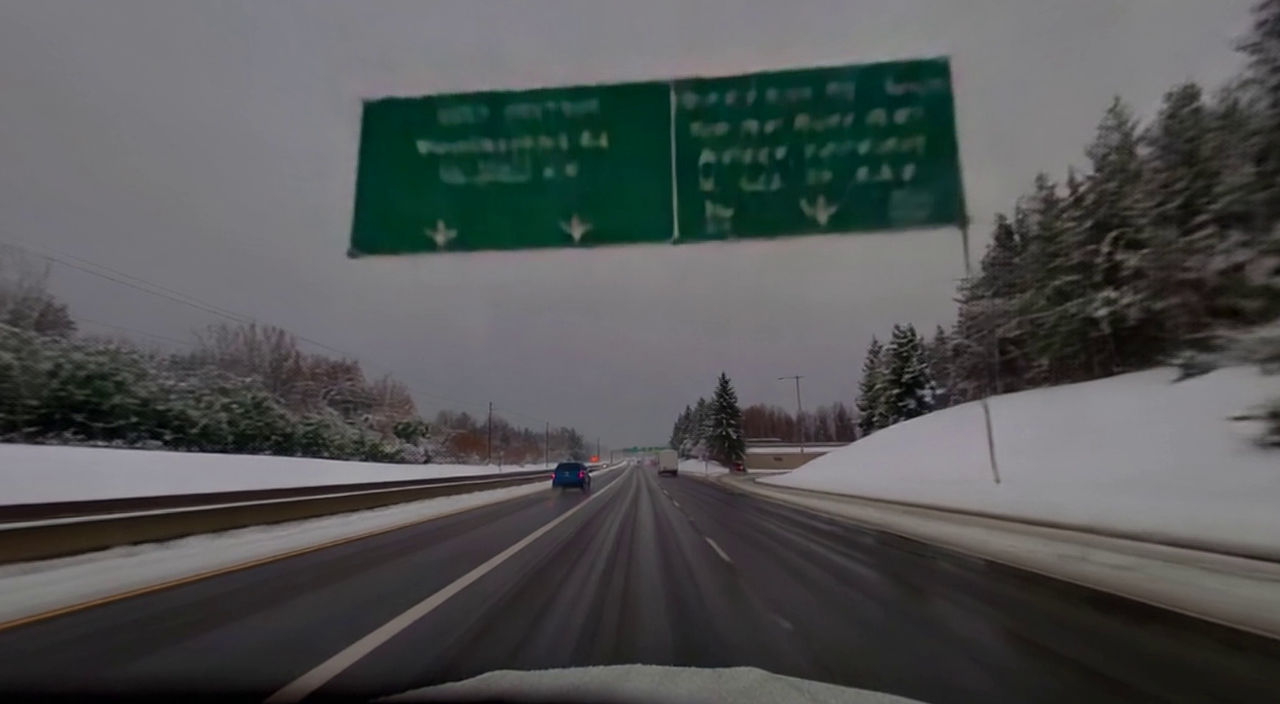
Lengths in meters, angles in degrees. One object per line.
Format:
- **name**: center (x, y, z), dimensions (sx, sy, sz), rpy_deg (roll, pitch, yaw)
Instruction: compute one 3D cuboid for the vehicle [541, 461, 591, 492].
- **vehicle**: center (-3.877, 6.629, 33.652), dimensions (2.045, 1.487, 4.582), rpy_deg (1, -10, 1)
